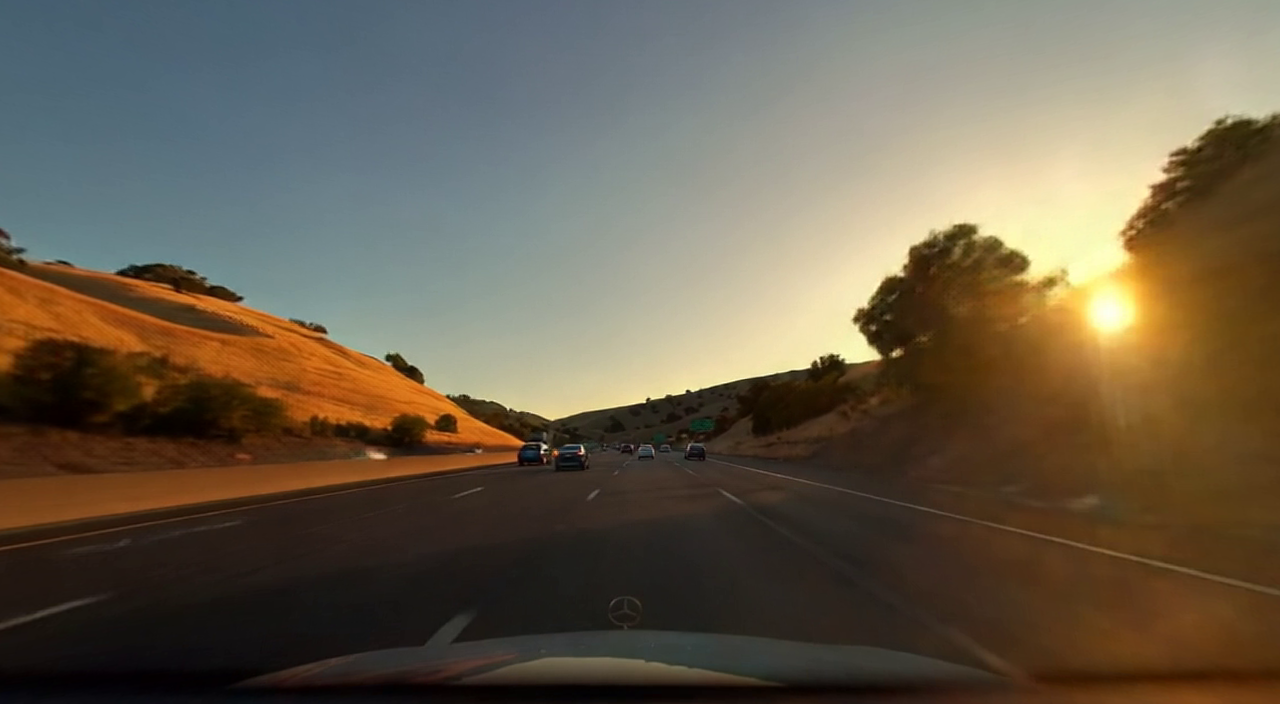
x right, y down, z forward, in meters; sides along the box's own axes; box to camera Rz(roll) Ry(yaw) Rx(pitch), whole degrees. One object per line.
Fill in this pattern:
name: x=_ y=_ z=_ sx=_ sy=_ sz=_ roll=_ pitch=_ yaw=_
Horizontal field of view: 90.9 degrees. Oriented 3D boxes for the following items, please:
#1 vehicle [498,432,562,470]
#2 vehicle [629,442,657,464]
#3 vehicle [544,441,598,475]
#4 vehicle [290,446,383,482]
vehicle: x=-6.419 y=5.899 z=37.683 sx=2.589 sy=2.063 sz=6.206 roll=0 pitch=-8 yaw=1
vehicle: x=0.229 y=7.663 z=48.006 sx=2.031 sy=1.566 sz=3.904 roll=0 pitch=-8 yaw=0
vehicle: x=-3.303 y=5.170 z=31.038 sx=2.091 sy=1.552 sz=4.516 roll=0 pitch=-8 yaw=1
vehicle: x=-13.289 y=4.884 z=27.967 sx=1.795 sy=1.445 sz=4.482 roll=0 pitch=-8 yaw=1
